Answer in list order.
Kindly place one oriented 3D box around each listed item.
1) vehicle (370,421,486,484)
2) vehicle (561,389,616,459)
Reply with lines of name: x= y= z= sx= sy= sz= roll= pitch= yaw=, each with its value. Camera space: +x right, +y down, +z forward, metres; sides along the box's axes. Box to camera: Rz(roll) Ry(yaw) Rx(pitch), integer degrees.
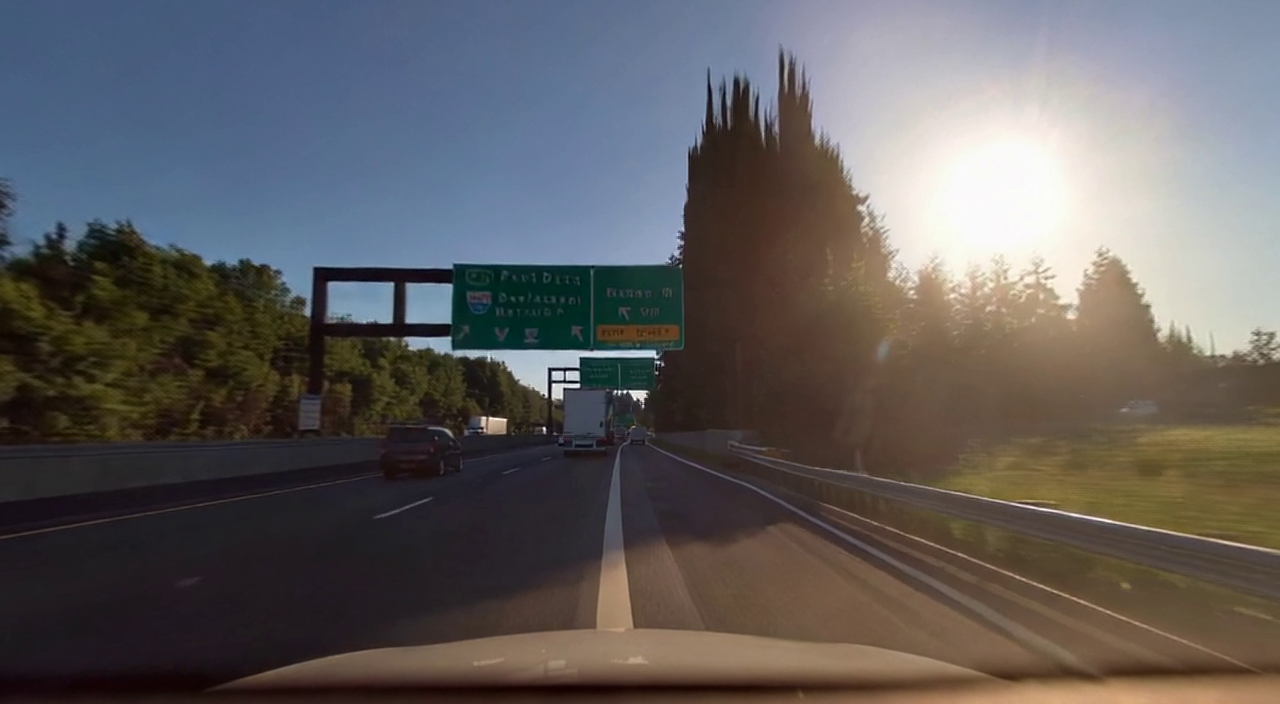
vehicle: x=-6.130 y=2.958 z=18.854 sx=2.068 sy=1.647 sz=4.321 roll=0 pitch=-8 yaw=-2
vehicle: x=-2.979 y=4.475 z=38.572 sx=2.855 sy=3.741 sz=8.587 roll=1 pitch=-8 yaw=-2
